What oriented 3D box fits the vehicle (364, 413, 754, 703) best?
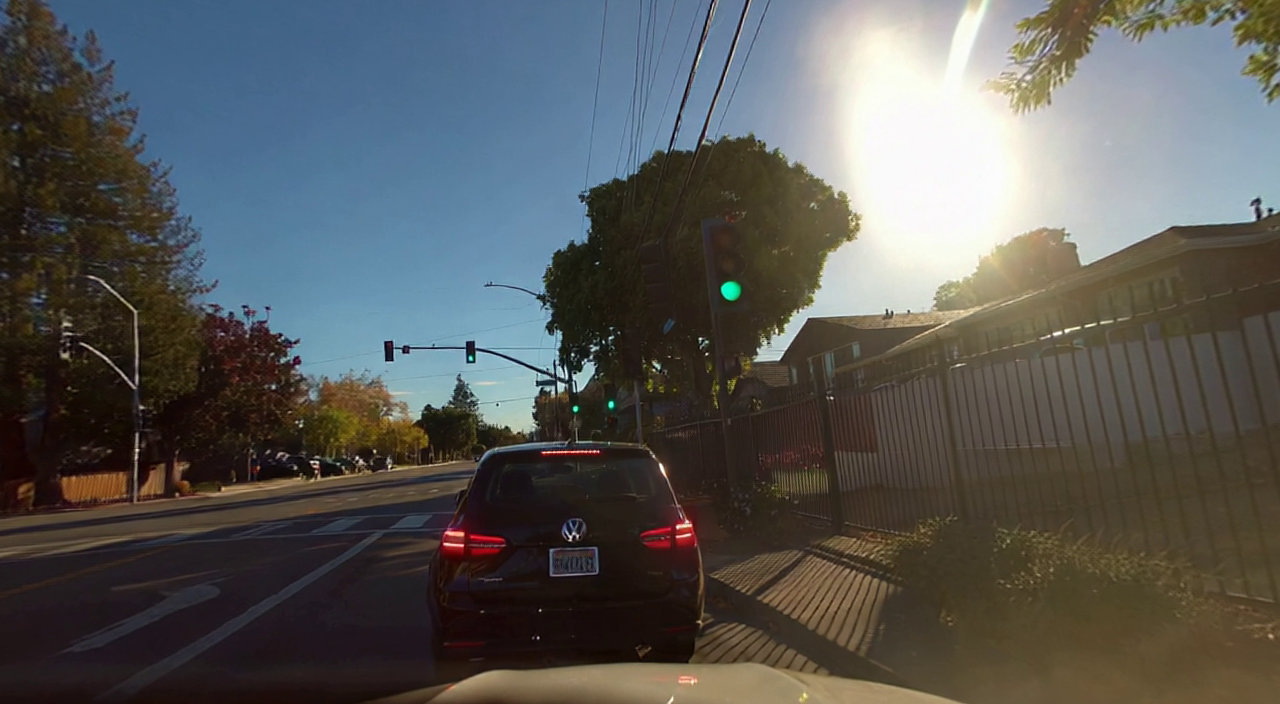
[{"bbox_3d":[-0.671,1.361,5.221,2.024,1.502,3.702,1,-9,-9],"label":"vehicle"}]
